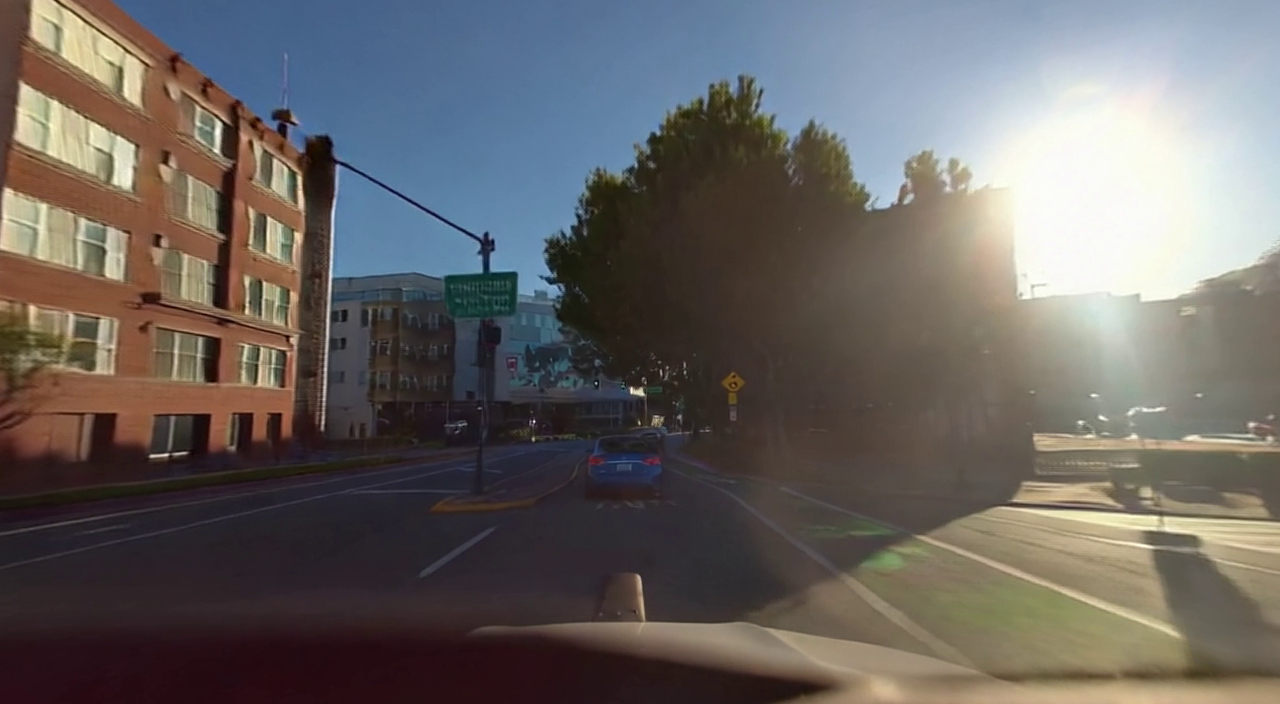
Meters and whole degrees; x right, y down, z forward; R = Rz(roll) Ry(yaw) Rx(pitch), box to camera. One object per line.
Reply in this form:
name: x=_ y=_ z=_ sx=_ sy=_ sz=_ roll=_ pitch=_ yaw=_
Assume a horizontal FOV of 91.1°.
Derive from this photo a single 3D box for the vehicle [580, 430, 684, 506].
vehicle: x=-0.337 y=2.464 z=13.968 sx=1.950 sy=1.401 sz=4.159 roll=1 pitch=-8 yaw=-5
